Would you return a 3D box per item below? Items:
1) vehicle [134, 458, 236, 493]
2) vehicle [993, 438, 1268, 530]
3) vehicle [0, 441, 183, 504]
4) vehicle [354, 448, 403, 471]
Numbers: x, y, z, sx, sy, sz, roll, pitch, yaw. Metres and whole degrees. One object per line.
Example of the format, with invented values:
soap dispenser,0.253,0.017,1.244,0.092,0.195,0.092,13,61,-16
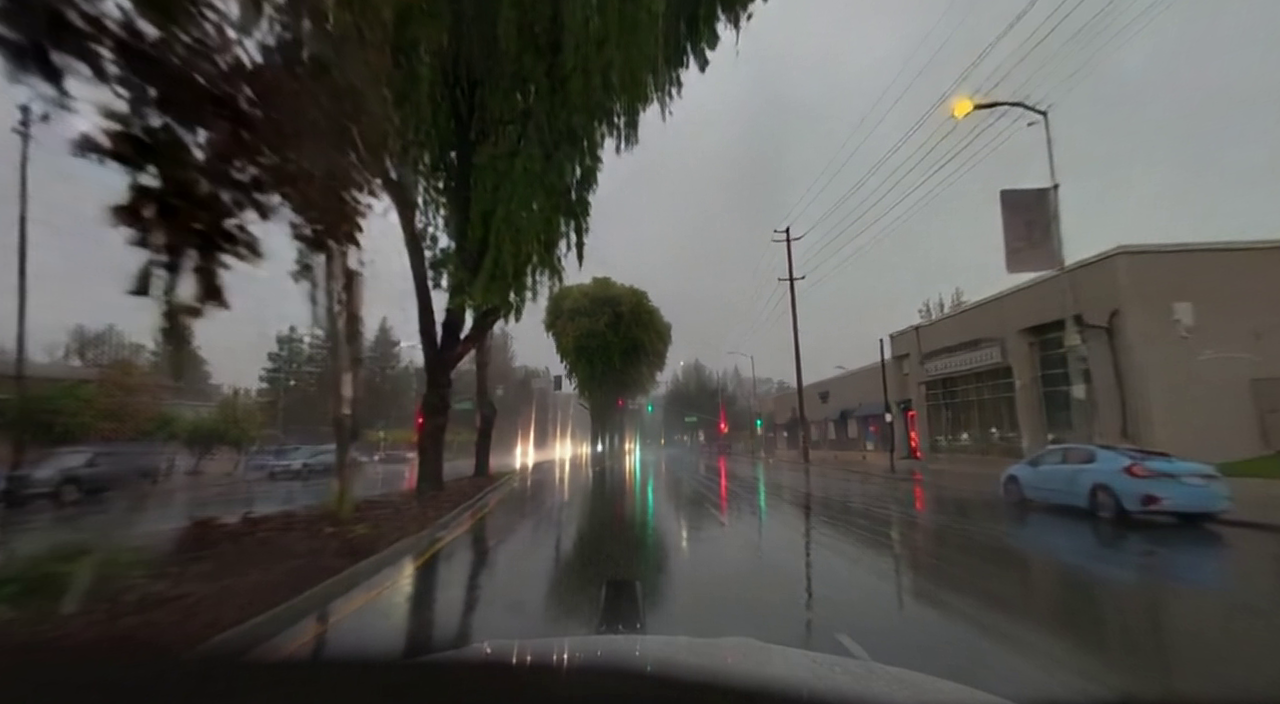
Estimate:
vehicle,-19.454,5.288,27.198,1.928,1.336,3.353,0,-9,-1
vehicle,9.754,2.623,13.236,1.919,1.546,4.730,0,-9,-1
vehicle,-19.466,4.190,22.561,2.085,1.957,5.548,0,-9,0
vehicle,-19.345,7.934,46.926,1.851,1.584,4.035,0,-9,0
